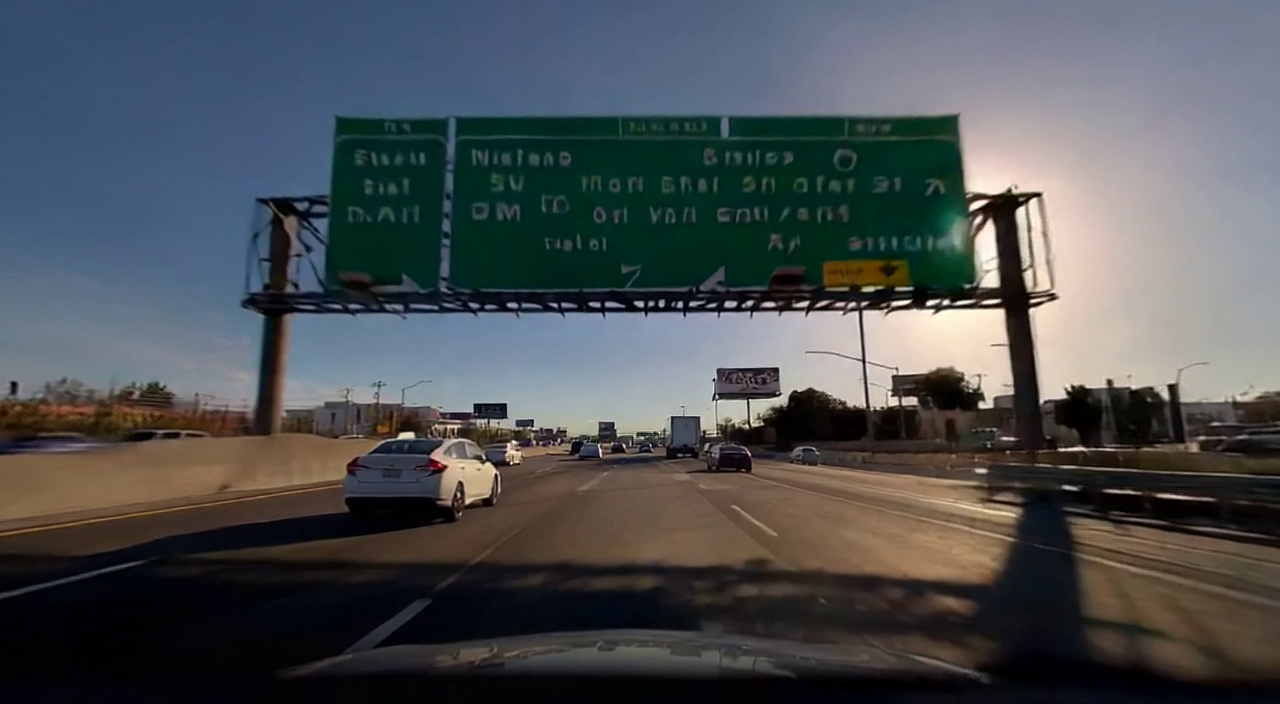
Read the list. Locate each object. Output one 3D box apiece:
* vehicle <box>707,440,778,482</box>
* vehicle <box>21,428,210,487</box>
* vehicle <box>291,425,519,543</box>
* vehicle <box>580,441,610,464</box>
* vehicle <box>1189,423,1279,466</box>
[{"bbox_3d":[4.117,4.461,26.069,2.135,1.532,4.506,1,-9,-1],"label":"vehicle"},{"bbox_3d":[-16.197,3.293,19.850,2.010,1.624,4.481,1,-9,0],"label":"vehicle"},{"bbox_3d":[-3.478,2.049,10.381,2.008,1.504,4.264,0,-9,1],"label":"vehicle"},{"bbox_3d":[-3.333,7.608,47.732,2.001,1.577,4.055,1,-9,0],"label":"vehicle"},{"bbox_3d":[36.265,5.441,36.917,5.729,2.378,2.285,0,-9,2],"label":"vehicle"}]
